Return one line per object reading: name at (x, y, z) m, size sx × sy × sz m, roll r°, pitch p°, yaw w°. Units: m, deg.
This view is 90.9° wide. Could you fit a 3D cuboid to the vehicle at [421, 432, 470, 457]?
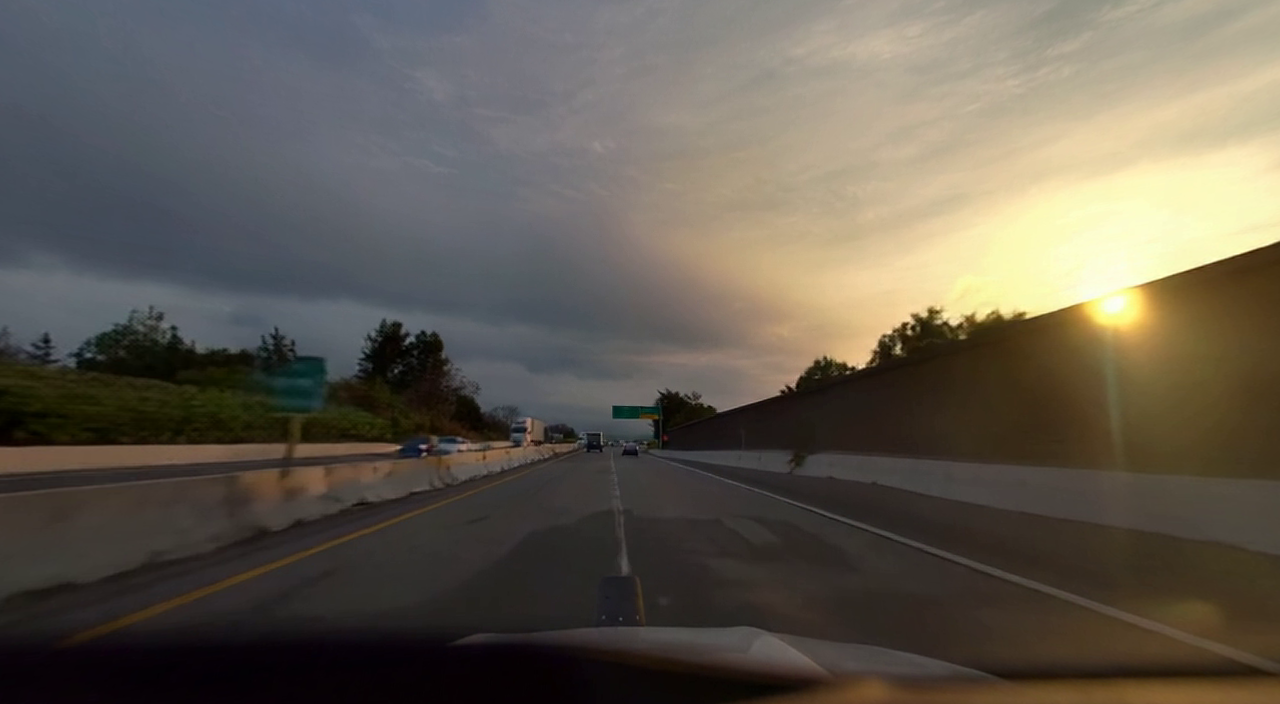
vehicle at (-13.319, 6.362, 43.435) m, size 1.984 × 1.639 × 4.528 m, roll 0°, pitch -8°, yaw -1°
